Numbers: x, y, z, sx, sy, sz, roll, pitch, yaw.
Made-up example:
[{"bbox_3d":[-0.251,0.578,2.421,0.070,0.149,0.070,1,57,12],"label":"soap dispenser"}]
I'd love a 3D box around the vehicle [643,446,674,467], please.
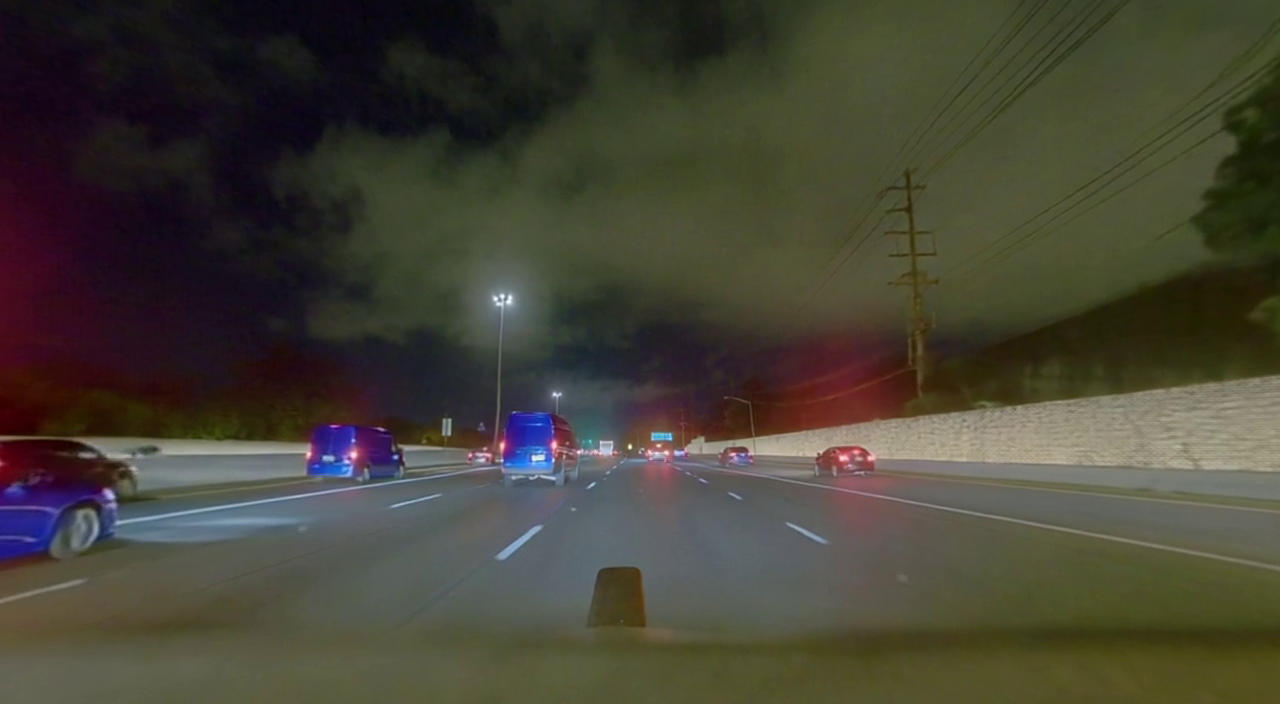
[{"bbox_3d":[1.311,7.668,46.340,2.084,1.492,4.137,0,-9,-1],"label":"vehicle"}]

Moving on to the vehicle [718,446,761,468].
[{"bbox_3d":[7.180,7.637,45.873,2.095,1.504,4.536,0,-9,-4],"label":"vehicle"}]

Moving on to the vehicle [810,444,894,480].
[{"bbox_3d":[9.370,4.904,28.279,2.052,1.470,4.364,0,-9,-3],"label":"vehicle"}]

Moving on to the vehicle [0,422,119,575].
[{"bbox_3d":[-7.444,1.351,5.496,1.967,1.525,4.458,0,-9,0],"label":"vehicle"}]

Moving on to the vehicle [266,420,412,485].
[{"bbox_3d":[-11.326,3.869,24.507,2.596,2.162,6.328,0,-9,-1],"label":"vehicle"}]

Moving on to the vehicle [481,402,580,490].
[{"bbox_3d":[-3.650,3.335,22.334,2.395,2.660,5.827,0,-9,1],"label":"vehicle"}]
